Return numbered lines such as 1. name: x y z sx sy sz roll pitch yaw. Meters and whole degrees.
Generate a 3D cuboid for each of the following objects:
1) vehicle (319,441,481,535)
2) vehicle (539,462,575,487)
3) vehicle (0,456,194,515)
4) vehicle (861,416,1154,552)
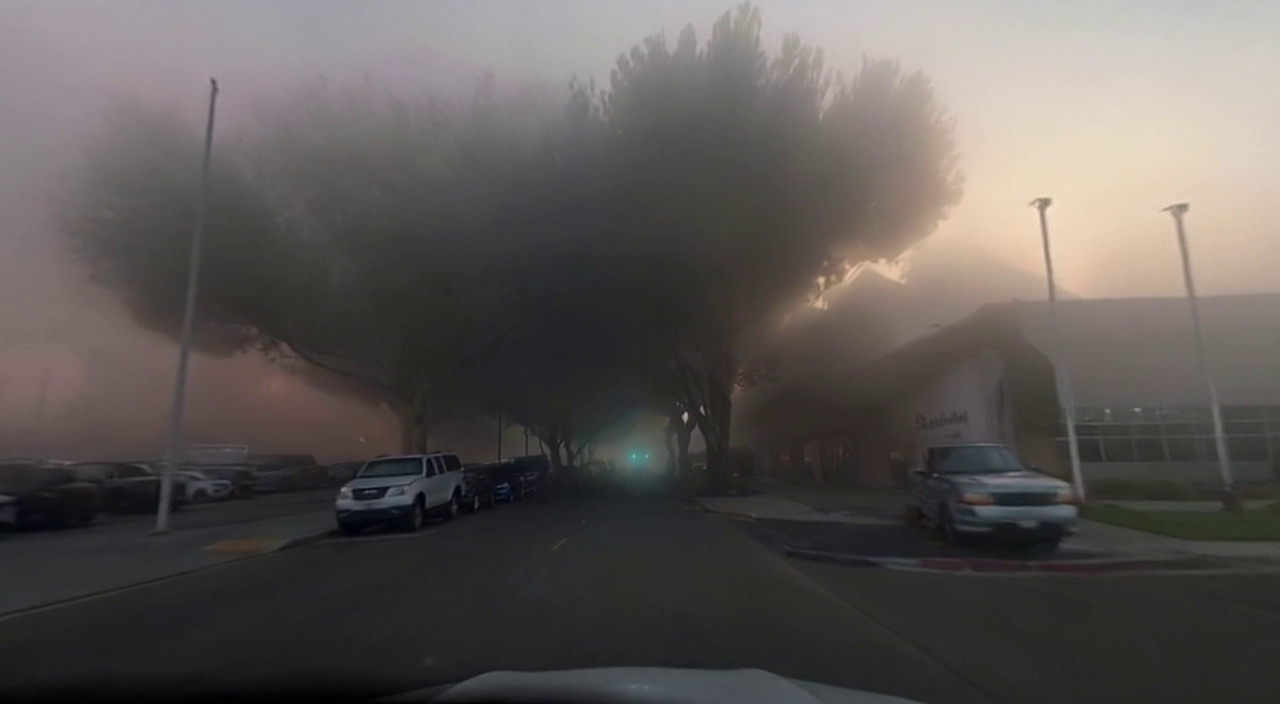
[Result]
1. vehicle: -5.871 3.437 16.400 2.196 2.001 5.548 1 -10 -2
2. vehicle: -5.651 8.429 43.542 1.832 1.623 4.424 0 -10 0
3. vehicle: -16.606 4.042 19.259 4.368 1.645 1.950 0 -10 1
4. vehicle: 5.717 2.171 10.755 2.054 1.779 4.650 1 -10 -2
